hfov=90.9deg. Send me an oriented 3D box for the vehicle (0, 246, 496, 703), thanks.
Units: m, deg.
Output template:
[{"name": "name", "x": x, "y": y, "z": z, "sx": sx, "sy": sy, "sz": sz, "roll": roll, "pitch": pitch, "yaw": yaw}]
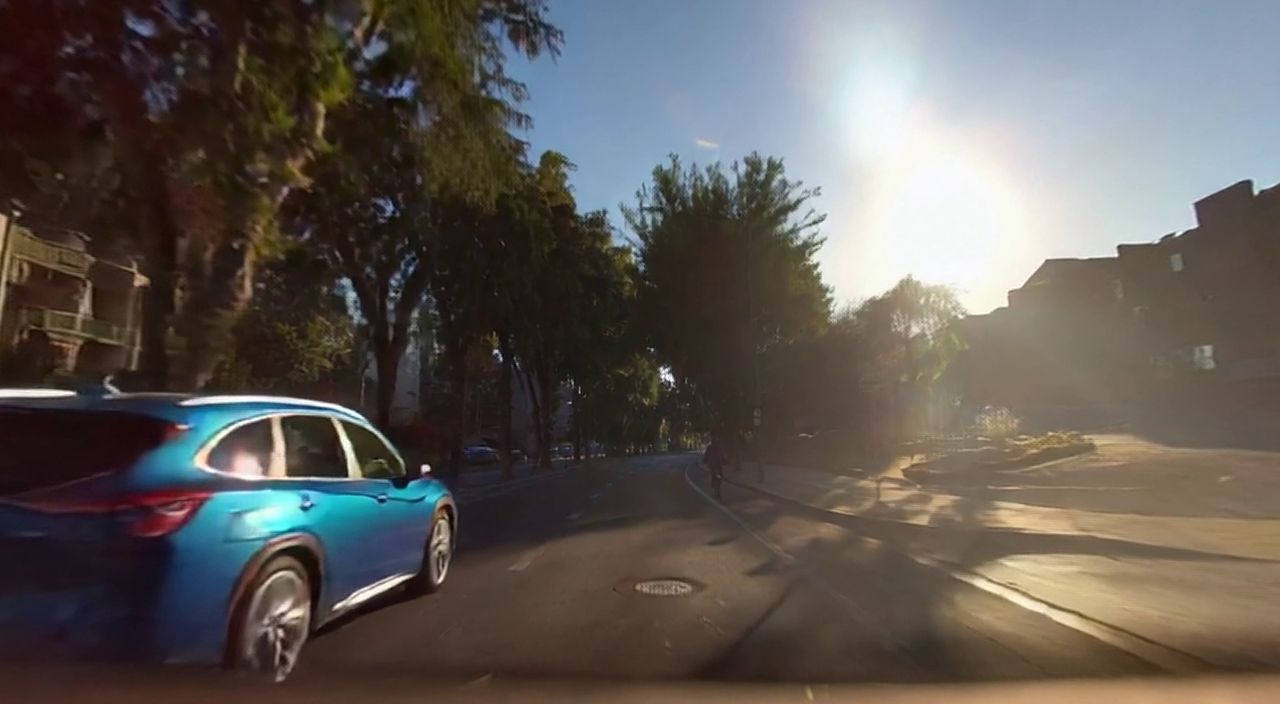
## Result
[{"name": "vehicle", "x": -2.779, "y": 1.025, "z": 4.245, "sx": 2.294, "sy": 1.859, "sz": 5.127, "roll": -1, "pitch": -9, "yaw": 1}]
